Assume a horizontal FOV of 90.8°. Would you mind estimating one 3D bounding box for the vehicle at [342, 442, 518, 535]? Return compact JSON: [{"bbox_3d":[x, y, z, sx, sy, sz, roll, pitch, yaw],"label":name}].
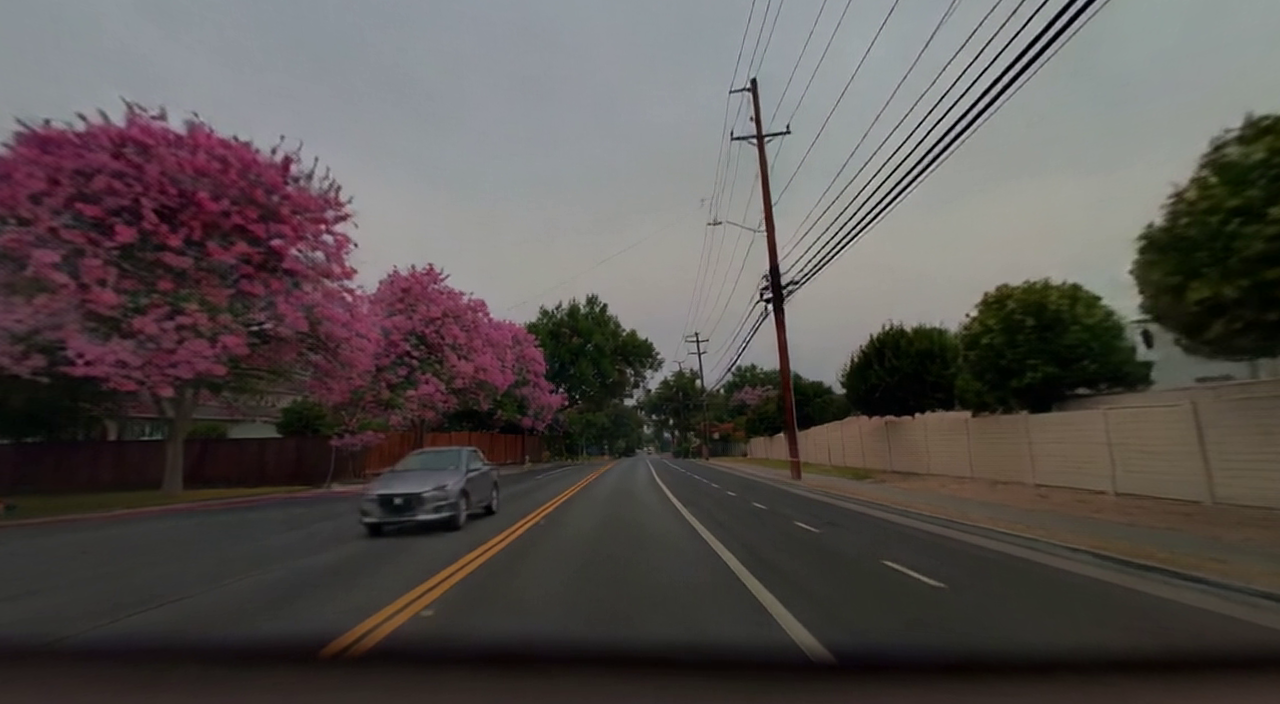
[{"bbox_3d":[-3.882,2.582,12.589,2.074,1.511,4.126,0,-9,0],"label":"vehicle"}]
